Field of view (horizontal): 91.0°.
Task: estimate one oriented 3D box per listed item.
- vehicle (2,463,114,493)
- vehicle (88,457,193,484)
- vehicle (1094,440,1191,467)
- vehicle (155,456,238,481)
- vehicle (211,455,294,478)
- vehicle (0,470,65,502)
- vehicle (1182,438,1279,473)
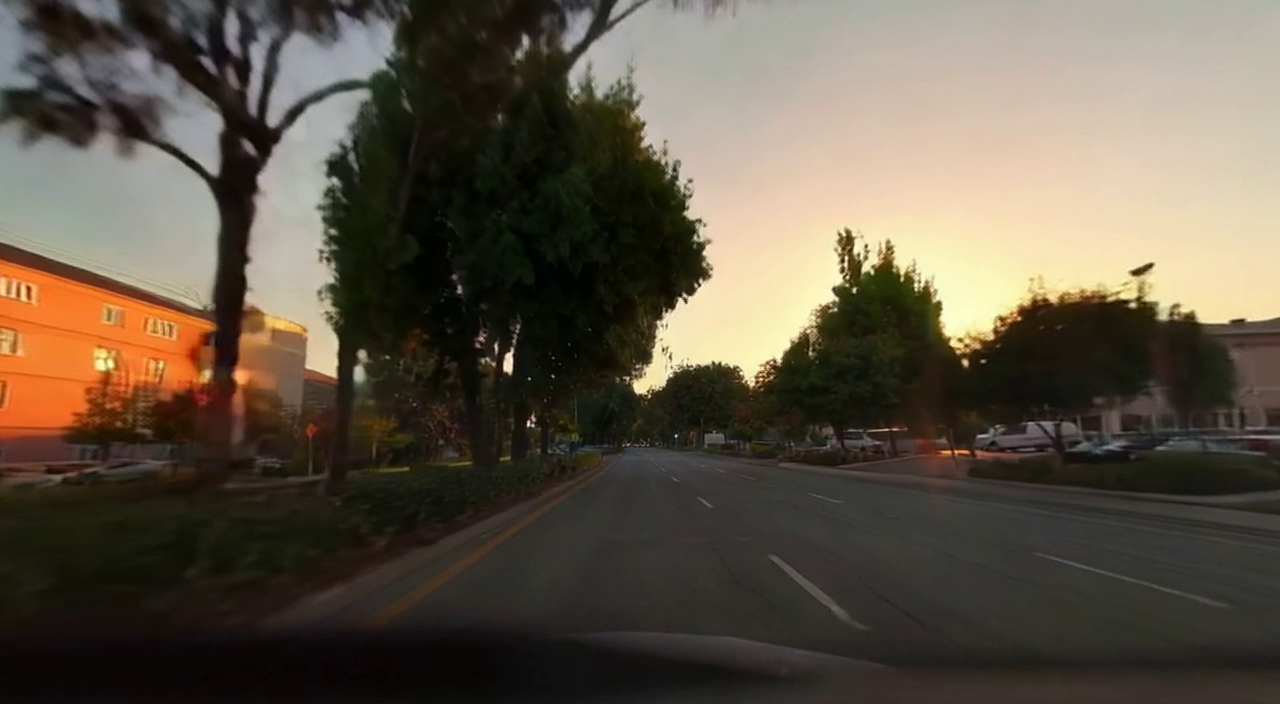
[{"bbox_3d":[-29.428,6.372,31.908,3.739,1.432,1.902,0,-9,-1],"label":"vehicle"},{"bbox_3d":[-29.435,6.987,37.210,4.350,1.512,2.145,0,-9,-1],"label":"vehicle"},{"bbox_3d":[31.150,6.306,39.136,4.211,1.574,1.973,-1,-8,5],"label":"vehicle"},{"bbox_3d":[-29.805,7.825,42.343,4.154,1.510,1.847,-1,-8,1],"label":"vehicle"},{"bbox_3d":[-29.628,8.755,48.240,4.739,1.638,2.515,0,-9,-1],"label":"vehicle"},{"bbox_3d":[-29.293,6.206,29.323,3.322,1.358,1.617,1,-8,-2],"label":"vehicle"},{"bbox_3d":[32.033,5.514,33.566,4.301,1.760,2.057,0,-8,-1],"label":"vehicle"}]
